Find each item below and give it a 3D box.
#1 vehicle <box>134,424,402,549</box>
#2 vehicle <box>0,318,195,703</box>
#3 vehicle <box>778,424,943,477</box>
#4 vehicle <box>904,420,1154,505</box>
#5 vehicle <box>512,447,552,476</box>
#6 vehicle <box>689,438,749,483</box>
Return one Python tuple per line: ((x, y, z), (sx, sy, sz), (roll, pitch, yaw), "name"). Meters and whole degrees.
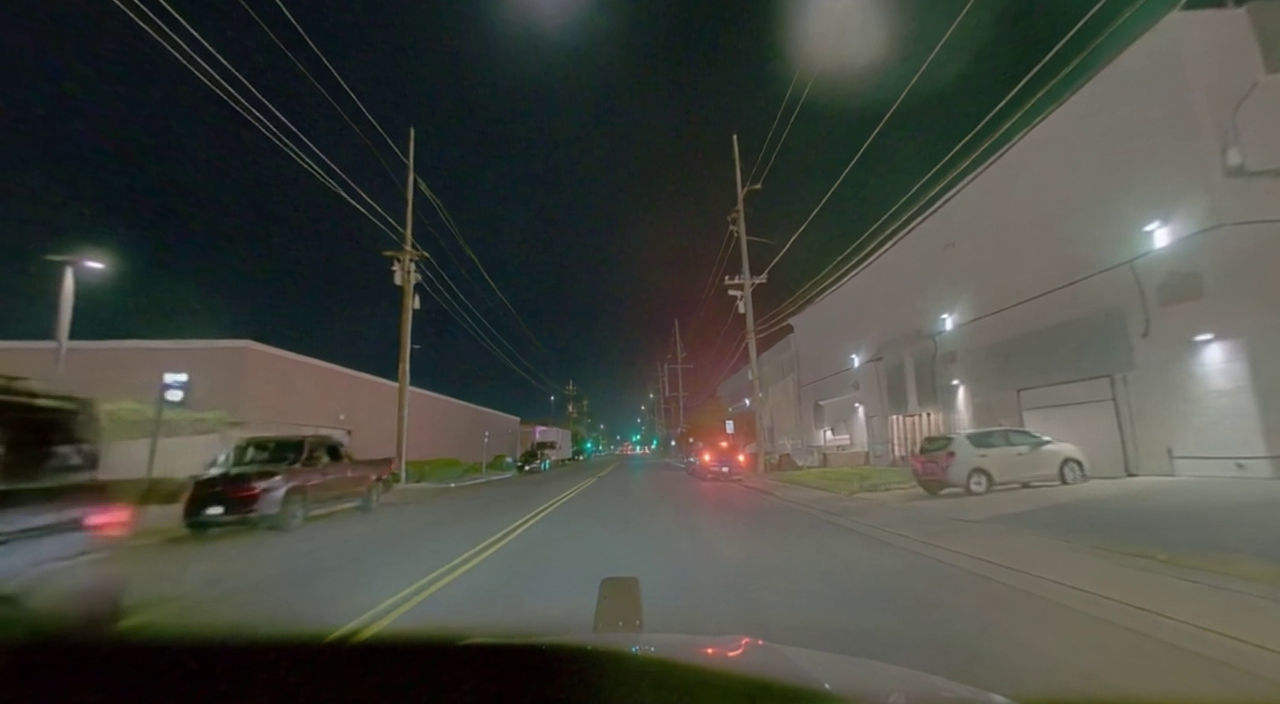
((-7.972, 2.884, 14.744), (2.530, 2.110, 6.445), (-3, -8, -1), "vehicle")
((-3.598, 0.610, 1.057), (2.229, 1.889, 4.816), (0, -9, -1), "vehicle")
((10.967, 4.984, 32.017), (7.236, 2.219, 2.674), (-3, -8, 0), "vehicle")
((8.897, 2.575, 14.831), (4.406, 1.822, 2.071), (0, -9, 2), "vehicle")
((-7.849, 7.956, 46.246), (2.123, 1.802, 4.486), (-4, -8, -2), "vehicle")
((3.761, 5.273, 31.086), (2.333, 1.967, 6.008), (0, -9, 2), "vehicle")
